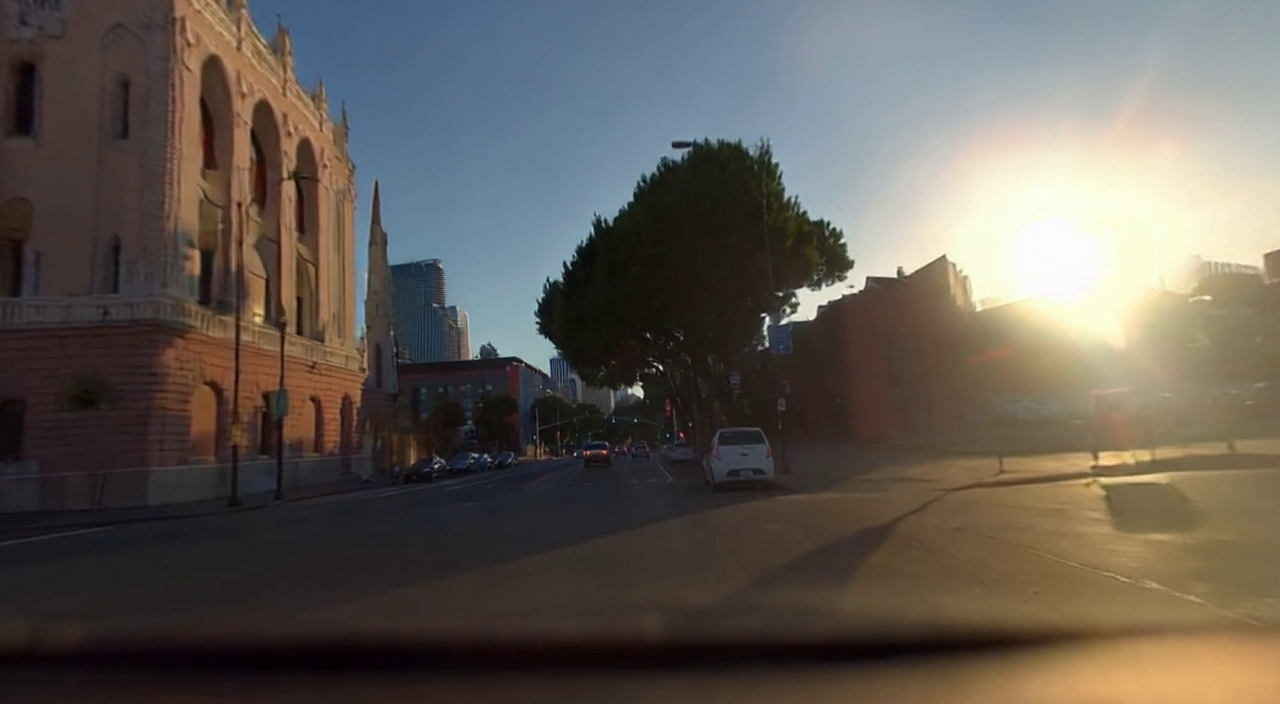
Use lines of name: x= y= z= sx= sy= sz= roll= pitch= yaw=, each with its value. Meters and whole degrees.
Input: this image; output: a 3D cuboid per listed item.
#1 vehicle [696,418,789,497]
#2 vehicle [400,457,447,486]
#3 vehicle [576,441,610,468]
vehicle: x=2.878 y=3.116 z=18.964 sx=2.074 sy=2.041 sz=5.045 roll=0 pitch=-8 yaw=2
vehicle: x=-15.440 y=8.541 z=45.352 sx=1.978 sy=1.819 sz=4.477 roll=0 pitch=-8 yaw=-3
vehicle: x=-3.521 y=7.831 z=48.426 sx=2.293 sy=1.936 sz=4.737 roll=0 pitch=-8 yaw=0
